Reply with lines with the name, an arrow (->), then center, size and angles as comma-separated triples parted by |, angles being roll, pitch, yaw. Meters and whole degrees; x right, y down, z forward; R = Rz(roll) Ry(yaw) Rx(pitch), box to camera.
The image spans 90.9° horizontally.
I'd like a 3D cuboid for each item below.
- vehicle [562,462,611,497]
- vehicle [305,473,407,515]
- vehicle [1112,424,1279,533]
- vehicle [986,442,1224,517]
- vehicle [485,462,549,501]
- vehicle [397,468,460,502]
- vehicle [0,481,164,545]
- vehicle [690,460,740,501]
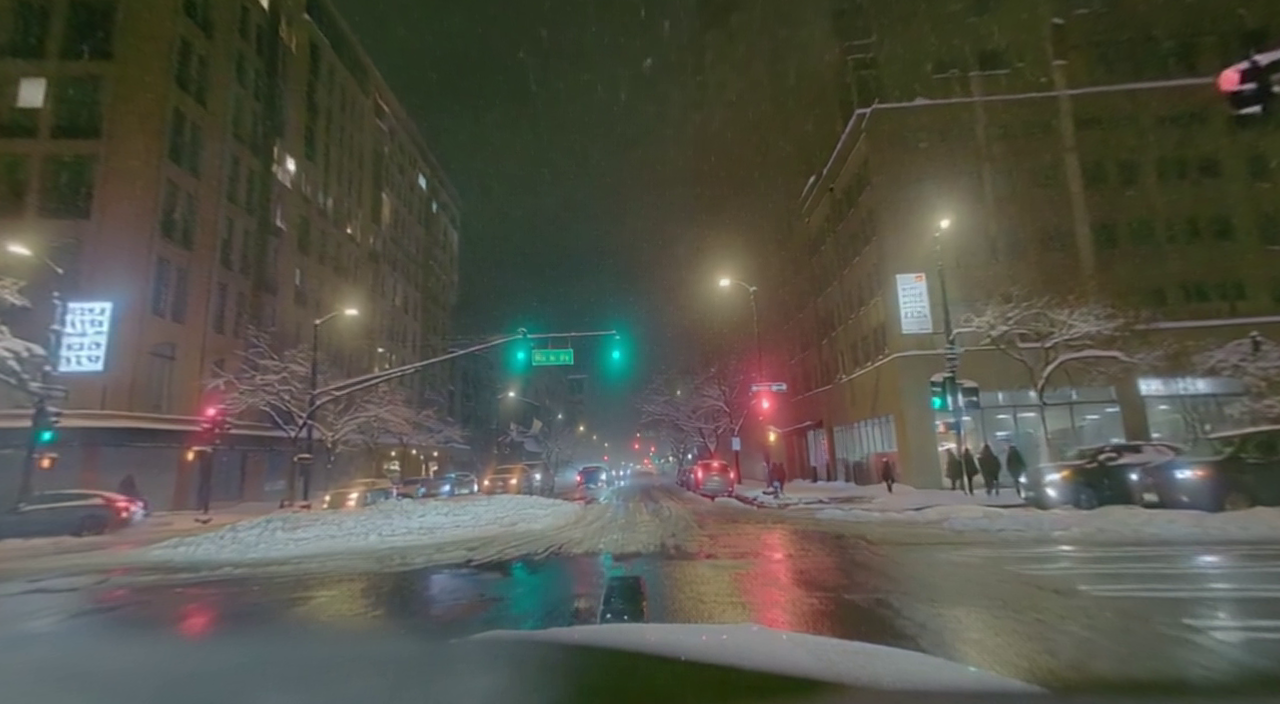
vehicle -> -2.578, 6.291, 31.345 | 1.973, 1.496, 3.713 | 0, -9, 2
vehicle -> -12.126, 6.073, 27.330 | 1.934, 1.434, 4.636 | -1, -9, 5
vehicle -> 12.822, 2.368, 12.479 | 5.004, 1.771, 2.159 | -4, -8, 2
vehicle -> 11.360, 3.122, 15.680 | 4.288, 1.689, 1.909 | 0, -9, 2
vehicle -> -5.579, 5.890, 29.042 | 1.942, 1.559, 4.298 | 0, -9, 2
vehicle -> -11.704, 7.367, 35.186 | 1.933, 1.628, 3.973 | 0, -9, 3
vehicle -> -16.944, 4.596, 18.244 | 1.999, 1.466, 4.535 | -6, -11, 33
vehicle -> 3.637, 6.276, 31.088 | 1.924, 1.765, 3.954 | 0, -9, -1
